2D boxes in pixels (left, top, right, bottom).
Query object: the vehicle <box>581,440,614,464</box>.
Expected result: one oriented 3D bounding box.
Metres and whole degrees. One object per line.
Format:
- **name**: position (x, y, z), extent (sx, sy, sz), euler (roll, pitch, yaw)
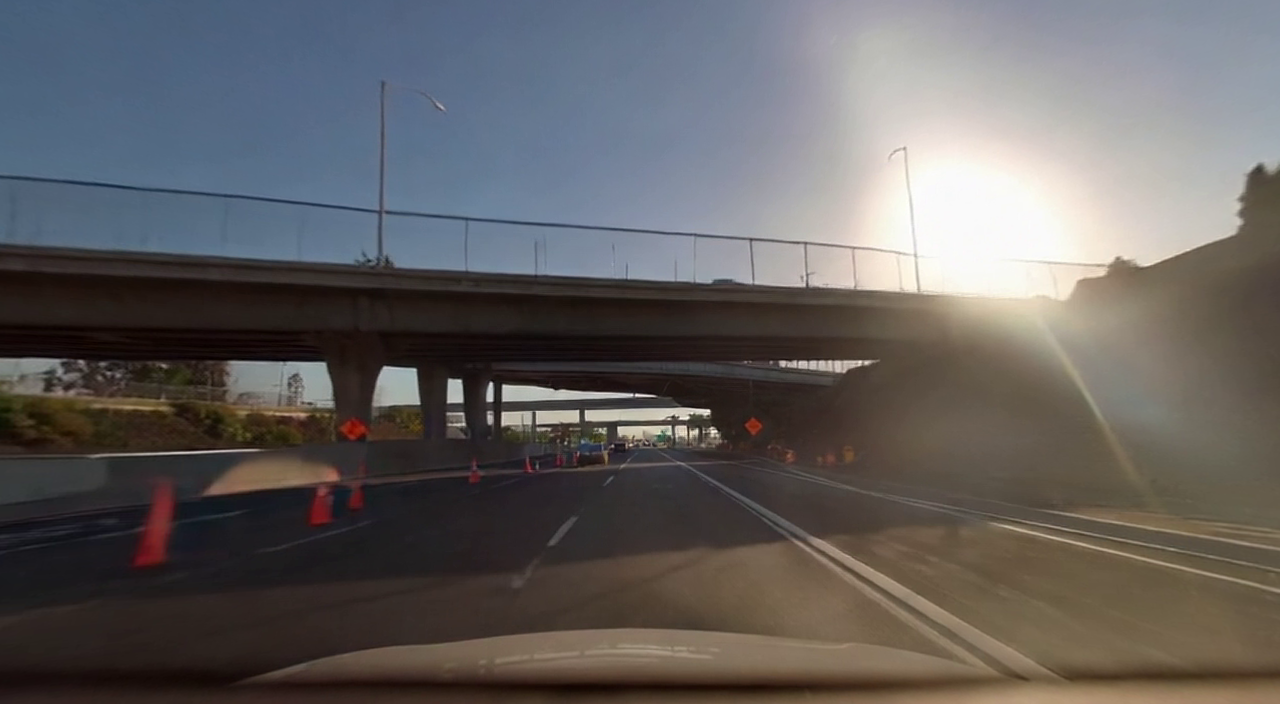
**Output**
- **vehicle**: position (-3.036, 7.224, 45.331), extent (2.078, 1.629, 4.059), euler (-1, -9, 1)
